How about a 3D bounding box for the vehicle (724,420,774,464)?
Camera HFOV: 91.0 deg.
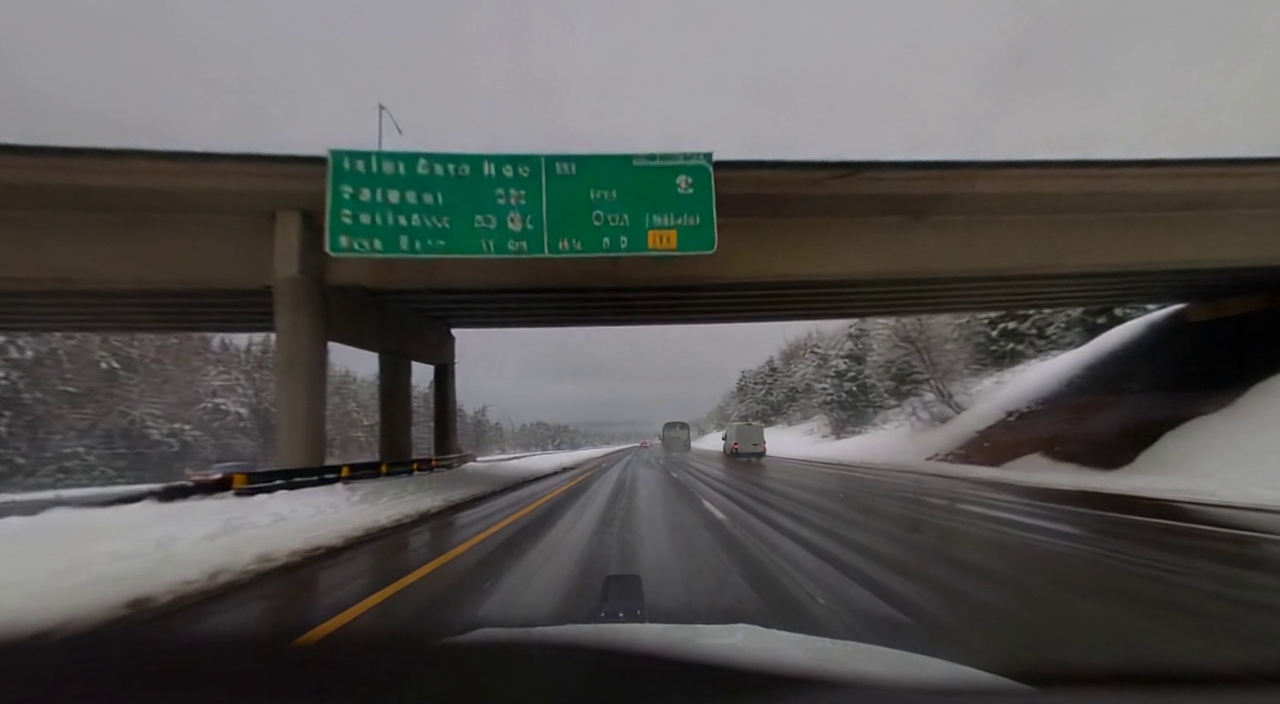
[{"bbox_3d":[7.486,6.317,43.979,2.379,2.819,6.294,0,-8,0],"label":"vehicle"}]
